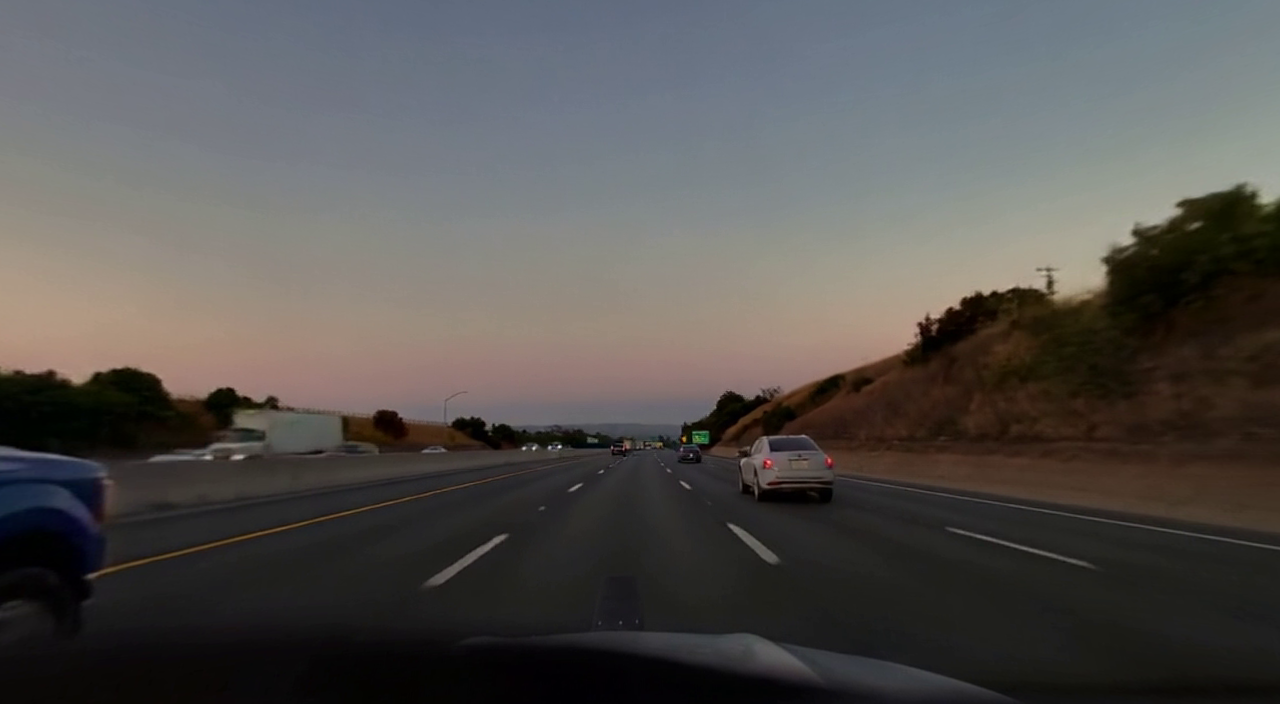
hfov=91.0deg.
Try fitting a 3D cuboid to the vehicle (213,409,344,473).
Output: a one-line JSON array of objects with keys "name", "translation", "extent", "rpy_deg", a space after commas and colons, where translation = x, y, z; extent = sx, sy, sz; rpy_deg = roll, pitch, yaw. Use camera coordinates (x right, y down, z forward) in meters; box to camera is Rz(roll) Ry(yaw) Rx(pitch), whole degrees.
[{"name": "vehicle", "translation": [-21.452, 5.418, 38.105], "extent": [2.830, 3.446, 7.955], "rpy_deg": [0, -9, 3]}]

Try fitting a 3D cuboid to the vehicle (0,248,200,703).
[{"name": "vehicle", "translation": [-4.021, 0.346, 0.684], "extent": [2.496, 2.203, 6.317], "rpy_deg": [0, -9, 0]}]

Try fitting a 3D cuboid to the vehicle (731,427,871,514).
[{"name": "vehicle", "translation": [3.463, 2.644, 14.476], "extent": [2.095, 1.668, 4.135], "rpy_deg": [0, -9, 0]}]

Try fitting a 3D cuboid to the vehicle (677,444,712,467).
[{"name": "vehicle", "translation": [3.758, 7.208, 44.002], "extent": [2.047, 1.501, 4.237], "rpy_deg": [0, -9, 0]}]
